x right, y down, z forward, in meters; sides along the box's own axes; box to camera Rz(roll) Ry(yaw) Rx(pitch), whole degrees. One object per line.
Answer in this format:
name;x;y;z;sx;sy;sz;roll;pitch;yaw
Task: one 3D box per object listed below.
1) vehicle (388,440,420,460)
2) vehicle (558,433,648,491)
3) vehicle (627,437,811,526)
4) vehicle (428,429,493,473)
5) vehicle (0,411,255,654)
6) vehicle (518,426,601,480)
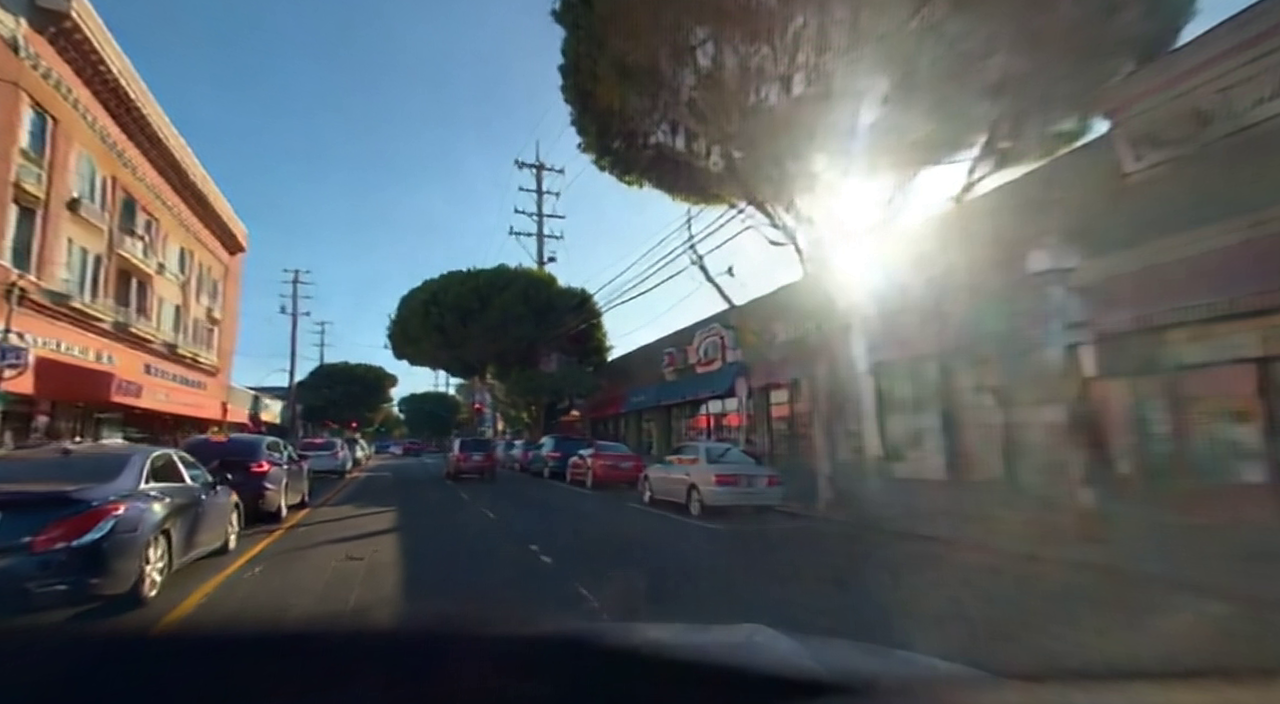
vehicle;-17.508;7.258;46.786;2.050;1.400;4.666;3;-9;-21
vehicle;-1.340;3.615;21.168;1.882;1.704;4.055;3;-9;-20
vehicle;1.434;2.664;13.762;2.059;1.550;4.703;3;-9;-20
vehicle;-8.537;4.632;29.786;2.440;1.882;4.611;3;-9;-21
vehicle;-5.649;1.527;6.340;2.087;1.646;4.563;3;-9;-20
vehicle;-3.437;4.126;26.070;2.243;1.992;5.087;3;-9;-21
